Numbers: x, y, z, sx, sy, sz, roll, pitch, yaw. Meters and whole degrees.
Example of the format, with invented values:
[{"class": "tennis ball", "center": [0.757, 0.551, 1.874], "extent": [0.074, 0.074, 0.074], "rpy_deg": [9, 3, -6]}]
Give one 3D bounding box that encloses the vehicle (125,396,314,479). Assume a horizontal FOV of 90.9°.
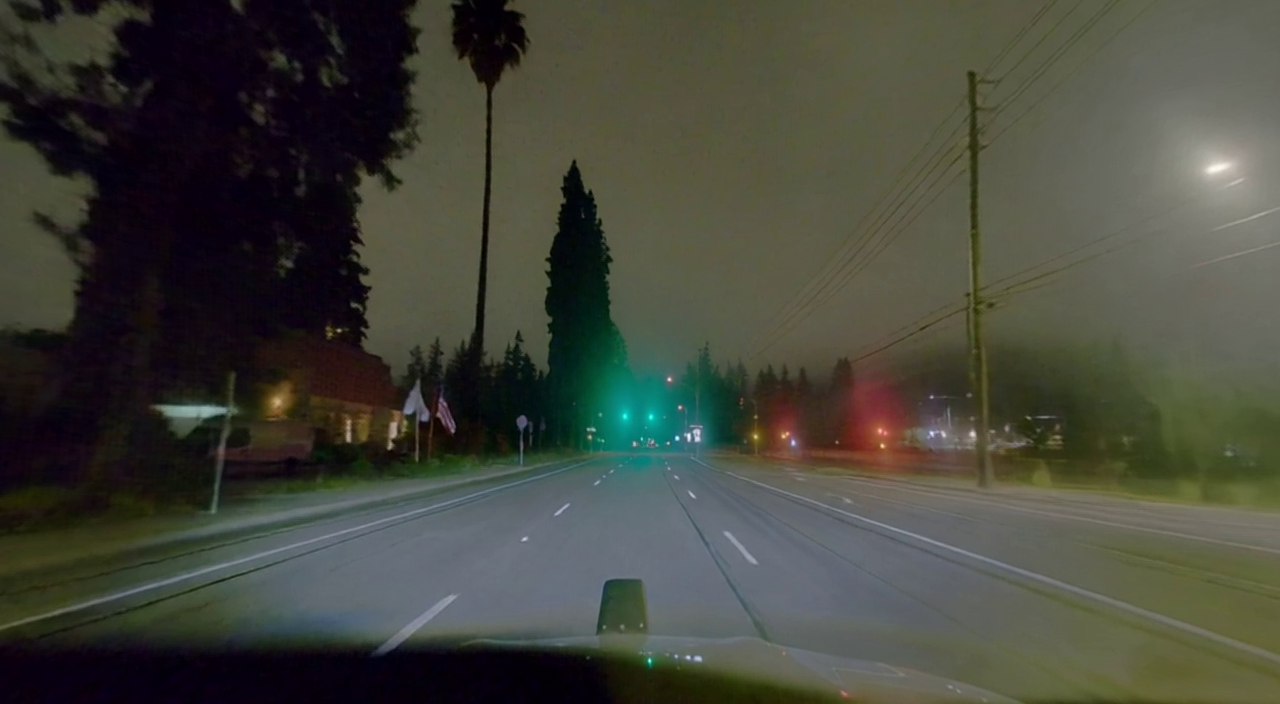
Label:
[{"class": "vehicle", "center": [-13.053, 2.762, 20.236], "extent": [2.476, 2.256, 5.686], "rpy_deg": [1, -8, -5]}]
